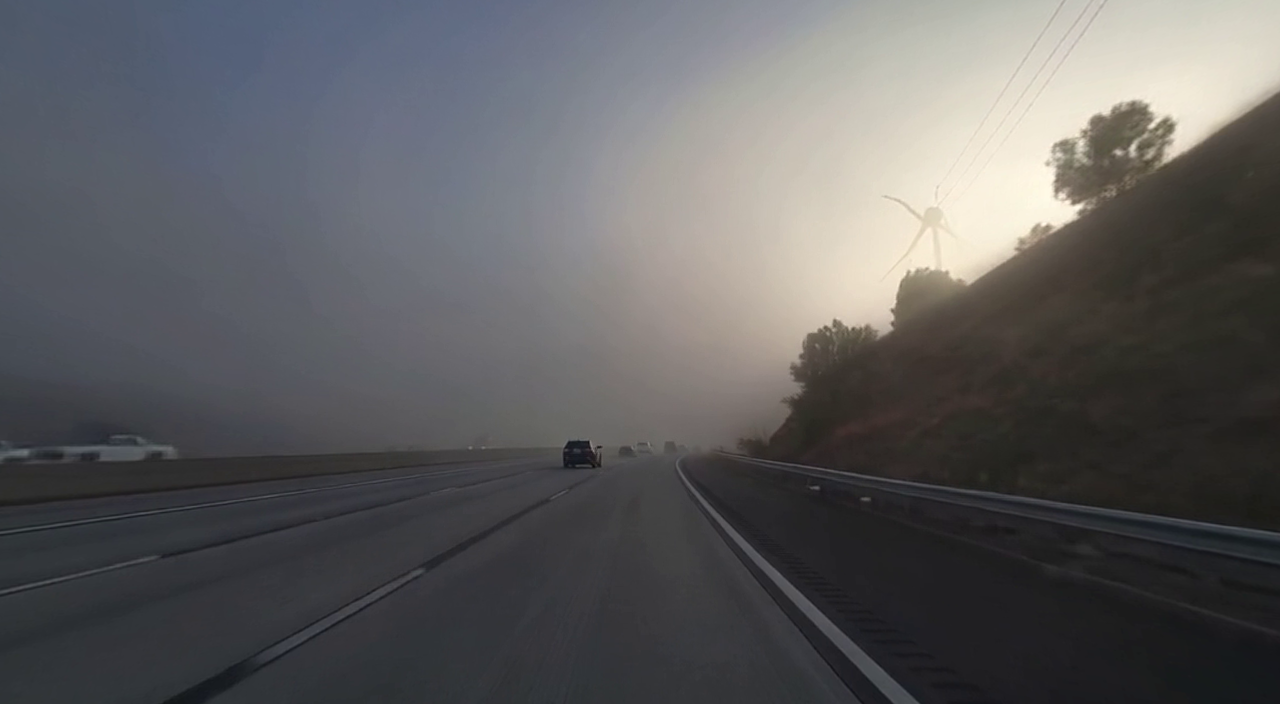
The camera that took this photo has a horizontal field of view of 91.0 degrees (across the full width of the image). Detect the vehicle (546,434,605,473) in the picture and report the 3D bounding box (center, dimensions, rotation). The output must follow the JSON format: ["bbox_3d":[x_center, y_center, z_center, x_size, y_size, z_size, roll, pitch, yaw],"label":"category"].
[{"bbox_3d":[-2.948,4.830,29.998,2.118,1.702,4.355,0,-9,3],"label":"vehicle"}]

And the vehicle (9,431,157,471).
[{"bbox_3d":[-24.598,4.407,28.134,1.993,1.592,4.908,0,-9,2],"label":"vehicle"}]
